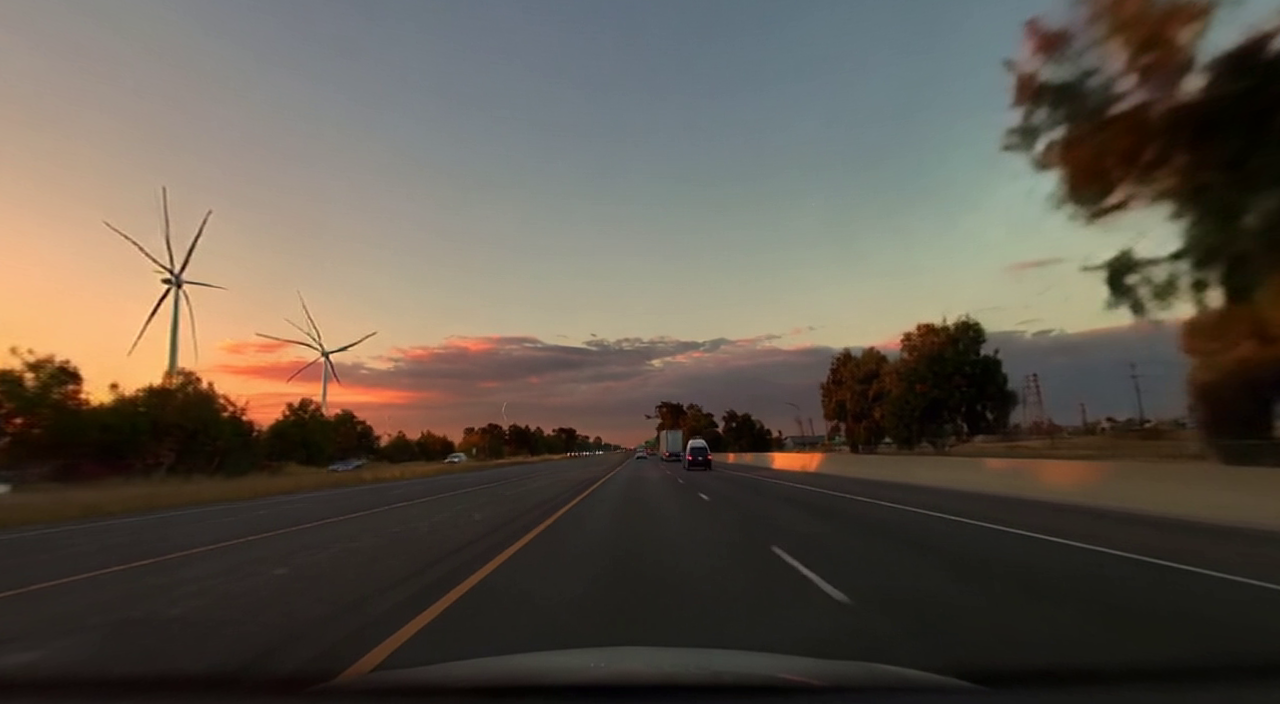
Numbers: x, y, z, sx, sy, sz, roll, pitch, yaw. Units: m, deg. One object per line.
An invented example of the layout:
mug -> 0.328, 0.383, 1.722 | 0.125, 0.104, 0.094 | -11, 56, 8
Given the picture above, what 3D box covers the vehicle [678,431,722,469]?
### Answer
vehicle -> 4.384, 7.338, 47.203 | 2.609, 2.648, 5.397 | 0, -9, -2
